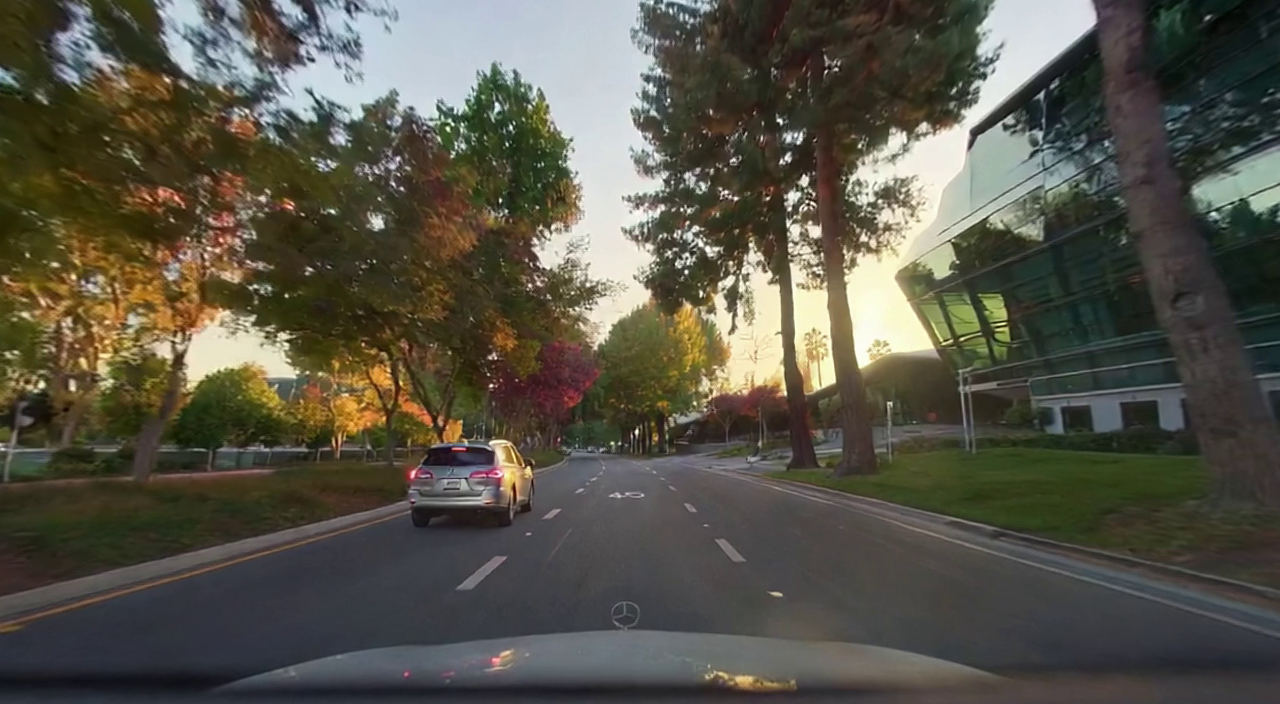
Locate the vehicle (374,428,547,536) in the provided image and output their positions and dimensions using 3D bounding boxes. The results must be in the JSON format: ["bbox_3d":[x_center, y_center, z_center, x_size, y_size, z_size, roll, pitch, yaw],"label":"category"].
[{"bbox_3d":[-3.215,2.430,12.469,2.067,1.700,4.561,0,-9,0],"label":"vehicle"}]
